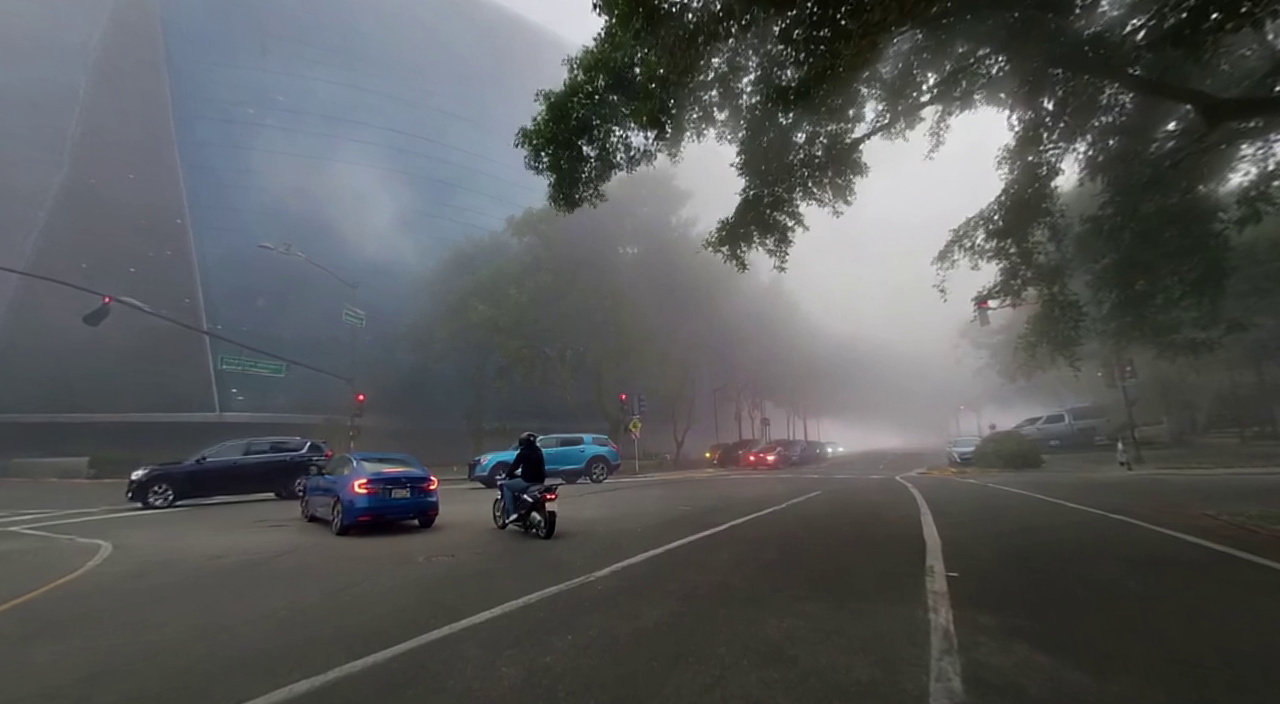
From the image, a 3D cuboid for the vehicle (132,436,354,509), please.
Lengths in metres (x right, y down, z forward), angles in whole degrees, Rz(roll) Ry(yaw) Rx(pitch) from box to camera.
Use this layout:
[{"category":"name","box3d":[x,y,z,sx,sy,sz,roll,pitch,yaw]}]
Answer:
[{"category":"vehicle","box3d":[-10.518,3.199,17.046,4.583,1.755,1.936,0,-8,-5]}]

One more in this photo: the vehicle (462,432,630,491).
[{"category":"vehicle","box3d":[-3.477,4.048,23.895,5.833,1.960,2.341,5,-10,-32]}]

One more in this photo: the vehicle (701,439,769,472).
[{"category":"vehicle","box3d":[5.242,5.586,34.338,2.084,1.656,4.583,-5,-9,30]}]

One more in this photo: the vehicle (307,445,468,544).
[{"category":"vehicle","box3d":[-4.890,2.494,11.844,2.009,1.450,4.182,5,-10,-32]}]

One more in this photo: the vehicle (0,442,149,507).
[{"category":"vehicle","box3d":[-17.189,3.485,18.208,4.380,1.727,2.052,-1,-8,4]}]
